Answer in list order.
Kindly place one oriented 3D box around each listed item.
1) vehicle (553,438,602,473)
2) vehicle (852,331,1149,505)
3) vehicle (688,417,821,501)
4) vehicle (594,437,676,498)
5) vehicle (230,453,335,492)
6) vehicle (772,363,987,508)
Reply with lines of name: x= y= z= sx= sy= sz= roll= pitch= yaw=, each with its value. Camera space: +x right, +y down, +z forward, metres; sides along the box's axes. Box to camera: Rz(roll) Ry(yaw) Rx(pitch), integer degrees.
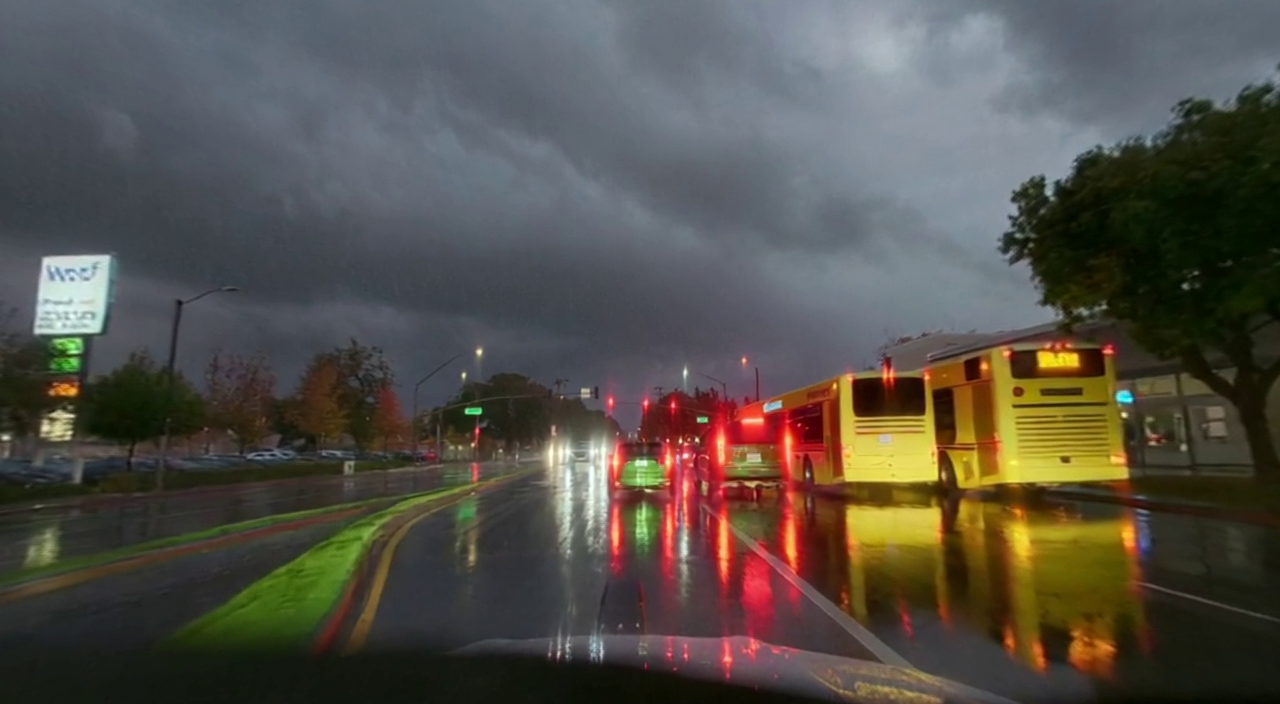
vehicle: x=-3.187 y=5.402 z=33.221 sx=2.180 sy=1.708 sz=4.397 roll=0 pitch=-9 yaw=-1
vehicle: x=10.235 y=2.293 z=20.189 sx=3.181 sy=4.110 sz=10.468 roll=0 pitch=-8 yaw=0
vehicle: x=2.918 y=2.961 z=17.927 sx=2.490 sy=1.951 sz=5.931 roll=0 pitch=-9 yaw=-2
vehicle: x=-0.185 y=3.198 z=17.850 sx=2.071 sy=1.525 sz=3.723 roll=0 pitch=-9 yaw=-2
vehicle: x=-14.812 y=4.990 z=26.482 sx=1.960 sy=1.396 sz=4.185 roll=0 pitch=-9 yaw=0
vehicle: x=6.407 y=2.521 z=18.987 sx=2.879 sy=3.318 sz=8.881 roll=0 pitch=-8 yaw=-1
